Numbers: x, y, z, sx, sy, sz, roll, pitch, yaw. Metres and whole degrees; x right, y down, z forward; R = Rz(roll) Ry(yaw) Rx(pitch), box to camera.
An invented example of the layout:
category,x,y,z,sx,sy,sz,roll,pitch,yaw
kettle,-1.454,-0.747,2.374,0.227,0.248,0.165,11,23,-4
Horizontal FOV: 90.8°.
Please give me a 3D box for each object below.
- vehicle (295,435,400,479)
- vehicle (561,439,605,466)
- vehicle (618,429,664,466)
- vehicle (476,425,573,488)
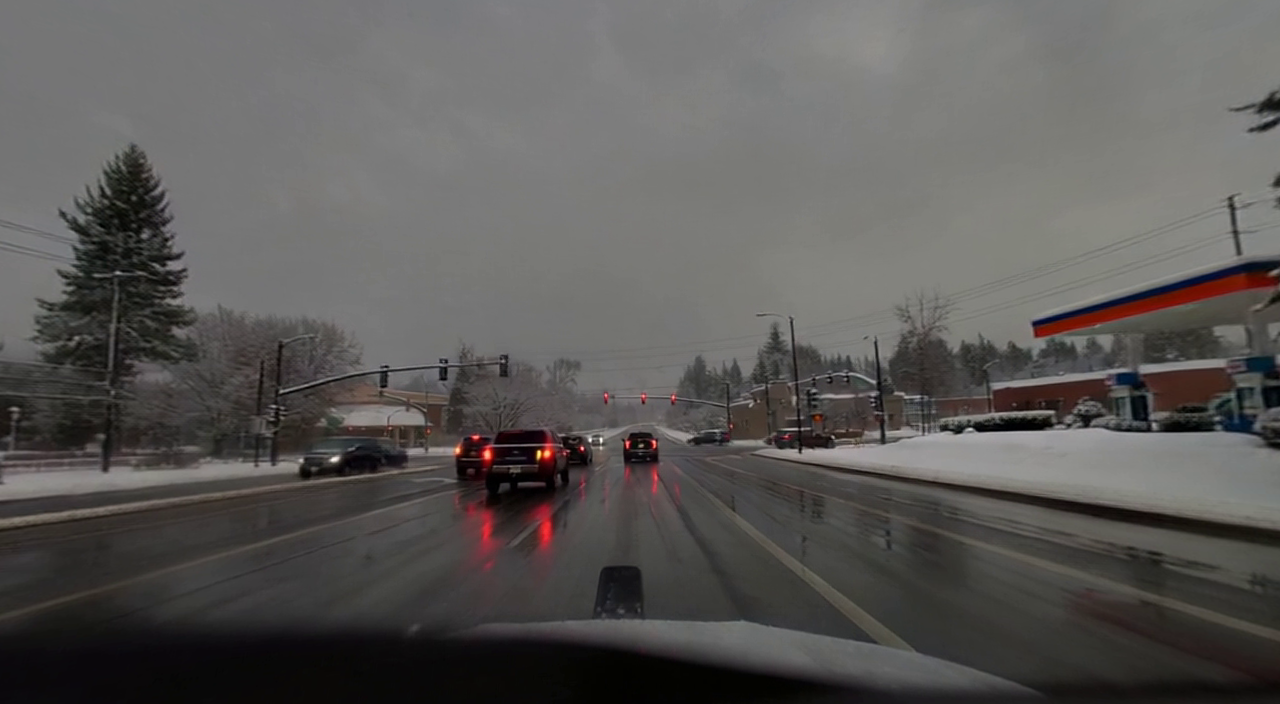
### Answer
category,x,y,z,sx,sy,sz,roll,pitch,yaw
vehicle,-13.856,5.006,30.409,2.238,1.872,5.625,0,-9,1
vehicle,-3.045,5.505,34.706,1.881,1.424,4.098,0,-9,2
vehicle,0.075,5.055,33.541,2.224,1.819,5.005,0,-9,1
vehicle,-3.424,3.220,19.636,2.096,1.718,4.266,0,-9,1
